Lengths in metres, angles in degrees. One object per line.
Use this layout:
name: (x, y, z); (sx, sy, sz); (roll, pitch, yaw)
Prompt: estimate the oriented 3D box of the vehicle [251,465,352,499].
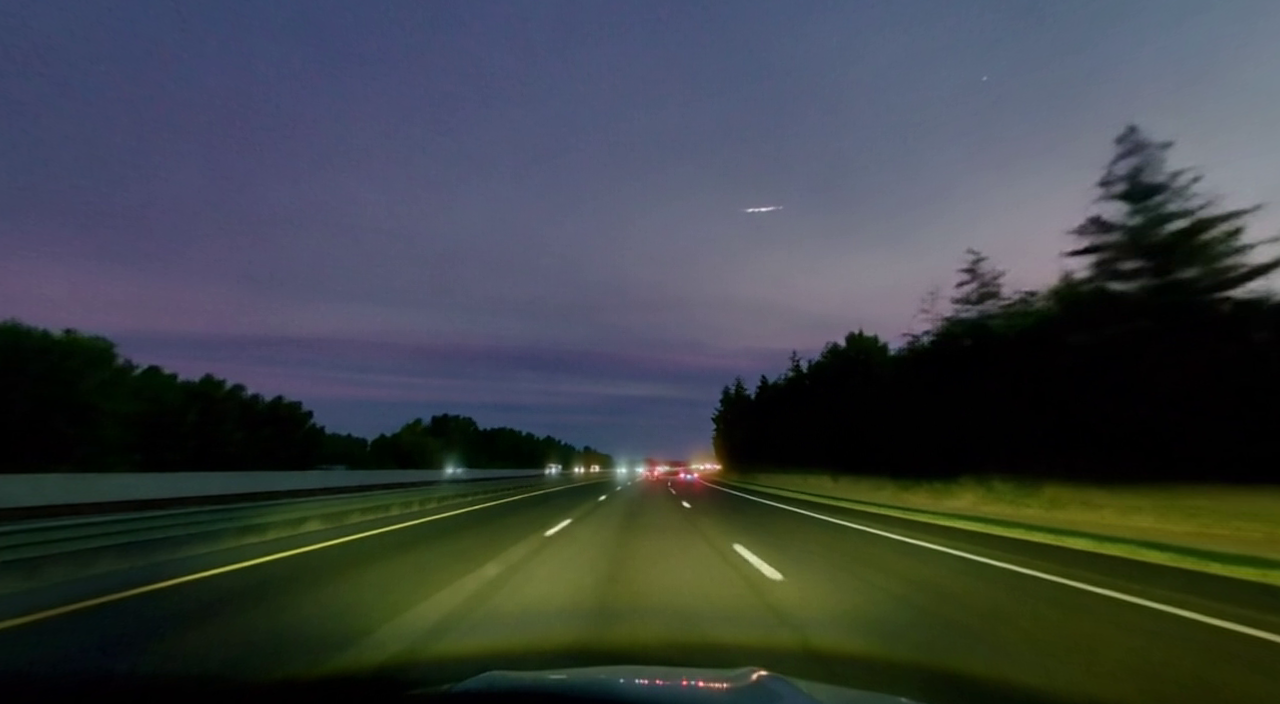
vehicle: (-16.434, 6.321, 30.961); (1.944, 1.485, 5.189); (0, -10, 2)
